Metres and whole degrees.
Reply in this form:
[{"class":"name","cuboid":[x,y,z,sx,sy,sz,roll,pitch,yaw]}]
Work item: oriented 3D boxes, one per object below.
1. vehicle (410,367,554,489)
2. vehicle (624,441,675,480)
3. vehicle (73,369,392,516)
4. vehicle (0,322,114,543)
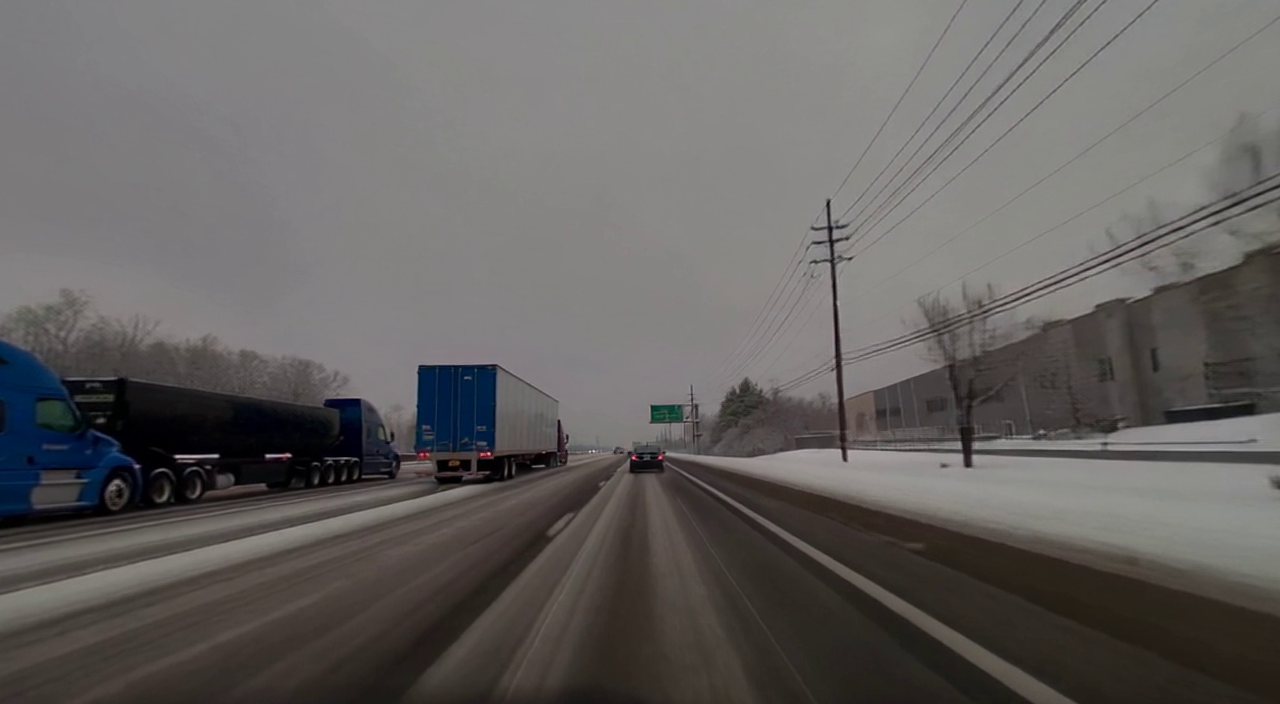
[{"class":"vehicle","cuboid":[-6.311,3.660,28.838,2.907,4.081,15.311,0,-9,-1]},{"class":"vehicle","cuboid":[0.352,4.662,27.386,2.055,1.514,4.323,0,-8,-1]},{"class":"vehicle","cuboid":[-10.569,2.632,18.287,2.896,3.140,9.491,0,-9,0]},{"class":"vehicle","cuboid":[-10.639,0.898,7.357,2.722,3.172,7.167,0,-9,0]}]
